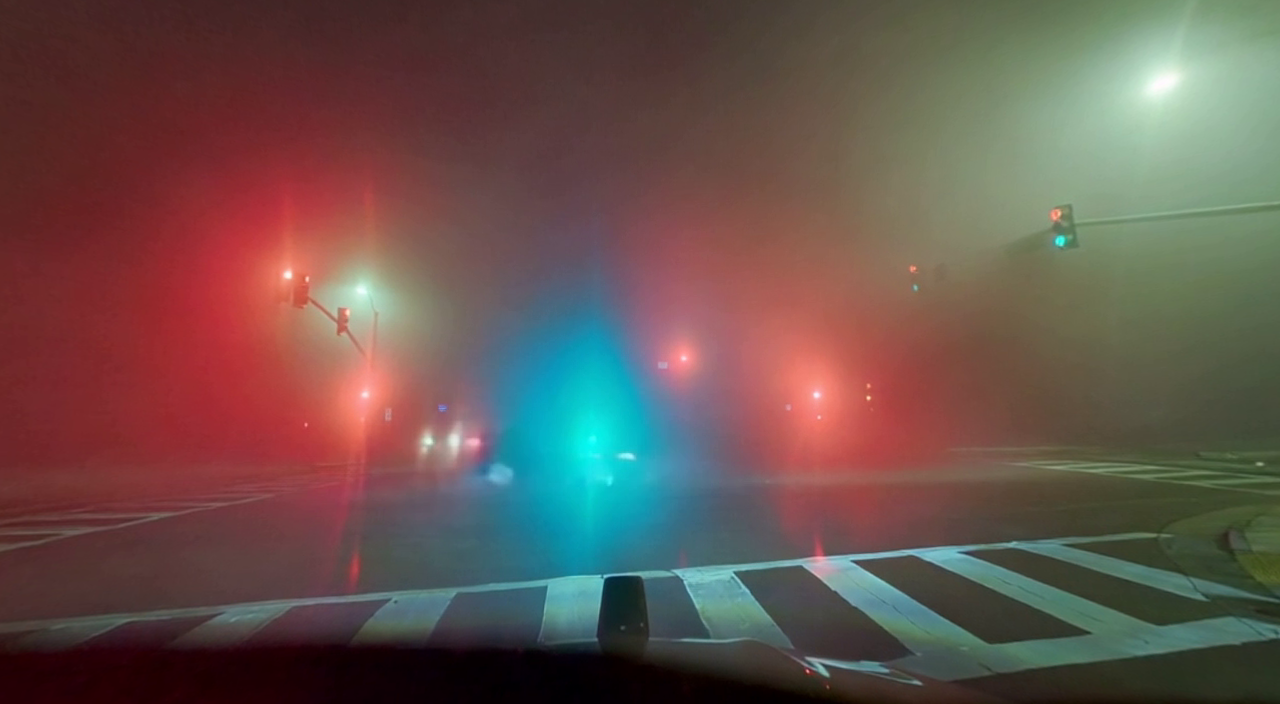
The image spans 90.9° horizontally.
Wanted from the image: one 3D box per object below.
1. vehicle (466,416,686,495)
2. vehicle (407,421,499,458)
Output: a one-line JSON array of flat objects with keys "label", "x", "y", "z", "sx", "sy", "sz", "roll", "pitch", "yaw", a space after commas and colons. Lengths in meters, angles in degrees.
[{"label": "vehicle", "x": -1.509, "y": 2.431, "z": 15.025, "sx": 4.854, "sy": 1.684, "sz": 1.945, "roll": 1, "pitch": -9, "yaw": -10}, {"label": "vehicle", "x": -10.290, "y": 4.912, "z": 35.185, "sx": 2.000, "sy": 1.864, "sz": 5.044, "roll": -4, "pitch": -9, "yaw": 26}]
